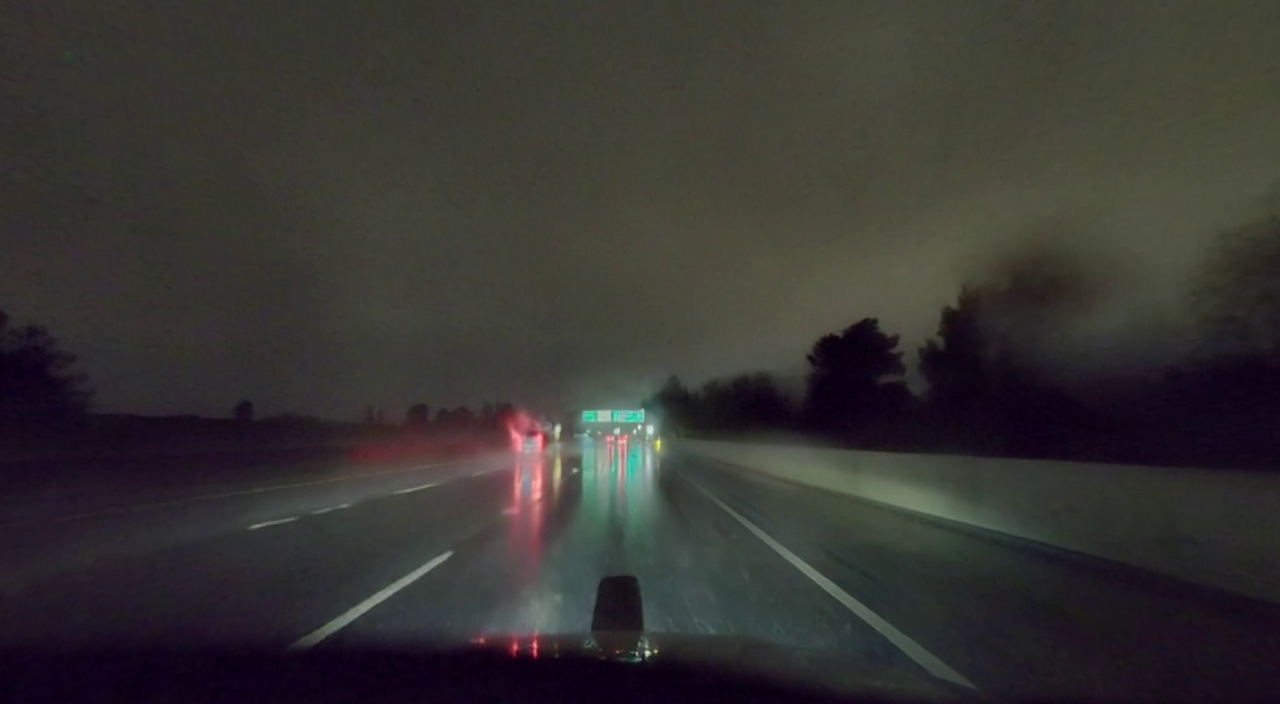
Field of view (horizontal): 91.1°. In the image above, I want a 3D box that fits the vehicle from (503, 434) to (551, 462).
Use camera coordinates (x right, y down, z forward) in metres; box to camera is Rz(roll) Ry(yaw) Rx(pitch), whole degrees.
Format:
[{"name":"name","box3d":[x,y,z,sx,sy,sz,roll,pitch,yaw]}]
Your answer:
[{"name":"vehicle","box3d":[-6.998,5.989,39.419,2.111,1.662,4.630,0,-8,0]}]
